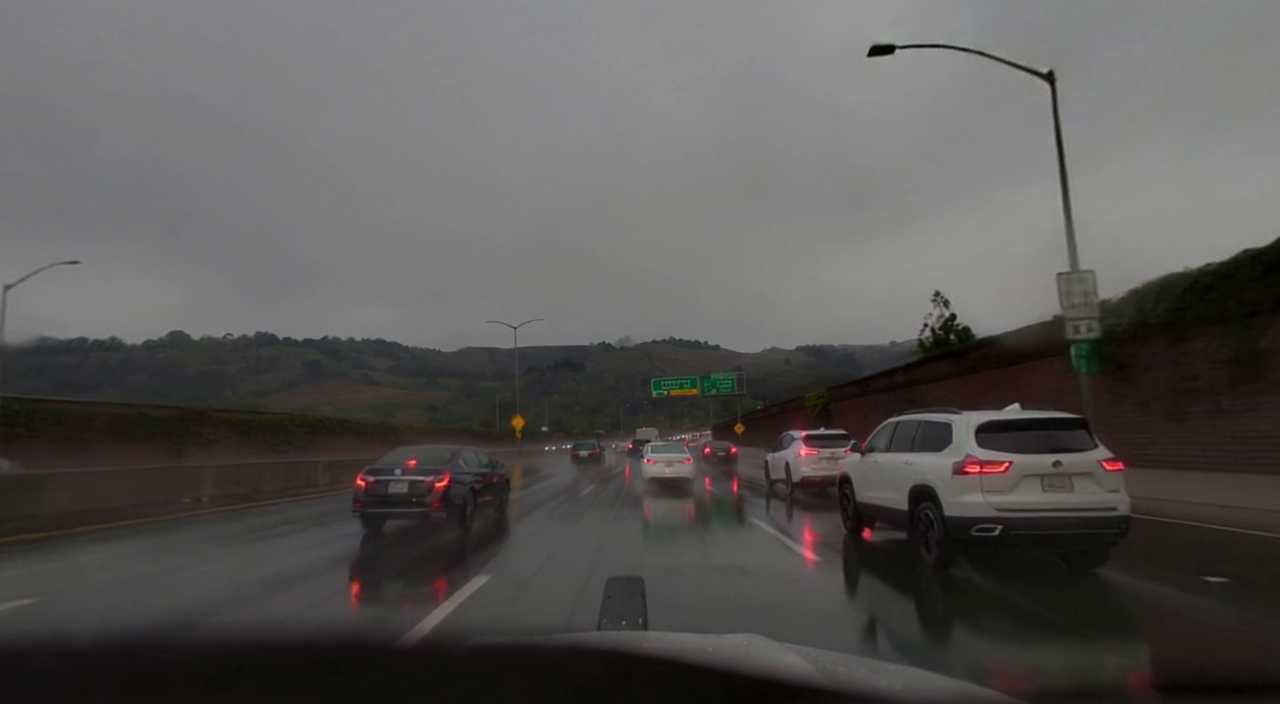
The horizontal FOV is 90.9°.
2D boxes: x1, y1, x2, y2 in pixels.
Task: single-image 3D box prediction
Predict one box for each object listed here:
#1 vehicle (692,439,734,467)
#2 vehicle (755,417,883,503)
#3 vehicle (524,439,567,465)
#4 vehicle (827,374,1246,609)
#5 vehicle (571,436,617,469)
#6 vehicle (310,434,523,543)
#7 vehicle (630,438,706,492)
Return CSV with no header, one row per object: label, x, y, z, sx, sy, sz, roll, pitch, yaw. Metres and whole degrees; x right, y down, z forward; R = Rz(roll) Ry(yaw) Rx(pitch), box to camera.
vehicle,4.122,5.743,36.100,1.855,1.513,3.915,0,-8,-1
vehicle,4.350,2.698,16.186,1.970,1.872,4.575,0,-8,0
vehicle,-6.526,6.954,44.095,2.055,1.751,4.825,0,-8,2
vehicle,3.757,1.399,7.183,1.930,1.831,4.344,0,-8,1
vehicle,-2.653,5.939,37.572,2.154,1.793,4.736,0,-8,3
vehicle,-3.454,2.173,10.799,1.961,1.456,4.362,0,-8,1
vehicle,0.765,3.429,19.546,2.105,1.471,3.978,0,-8,0
